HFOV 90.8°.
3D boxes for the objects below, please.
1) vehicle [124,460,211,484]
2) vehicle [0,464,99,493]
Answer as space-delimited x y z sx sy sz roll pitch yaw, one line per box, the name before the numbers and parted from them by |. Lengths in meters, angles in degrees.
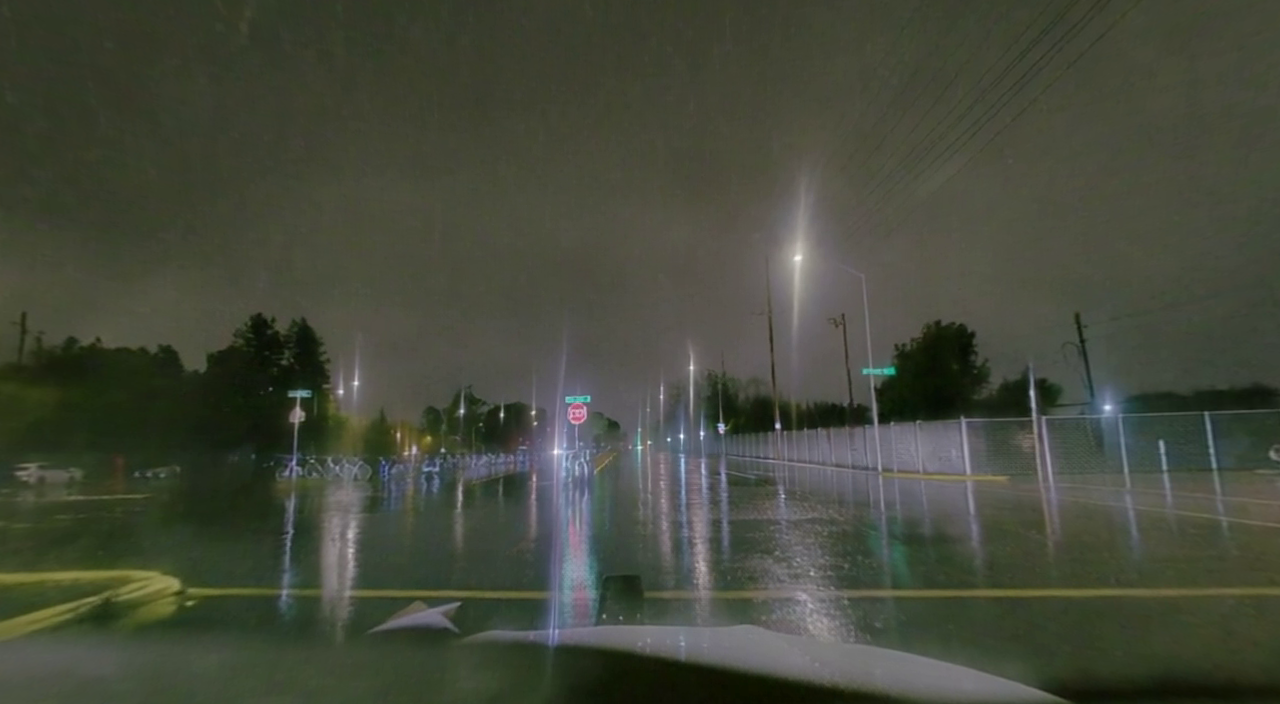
vehicle | -33.679 8.543 45.131 4.569 1.558 1.903 0 -9 -6
vehicle | -34.130 7.232 36.338 4.210 1.528 1.932 0 -9 0
